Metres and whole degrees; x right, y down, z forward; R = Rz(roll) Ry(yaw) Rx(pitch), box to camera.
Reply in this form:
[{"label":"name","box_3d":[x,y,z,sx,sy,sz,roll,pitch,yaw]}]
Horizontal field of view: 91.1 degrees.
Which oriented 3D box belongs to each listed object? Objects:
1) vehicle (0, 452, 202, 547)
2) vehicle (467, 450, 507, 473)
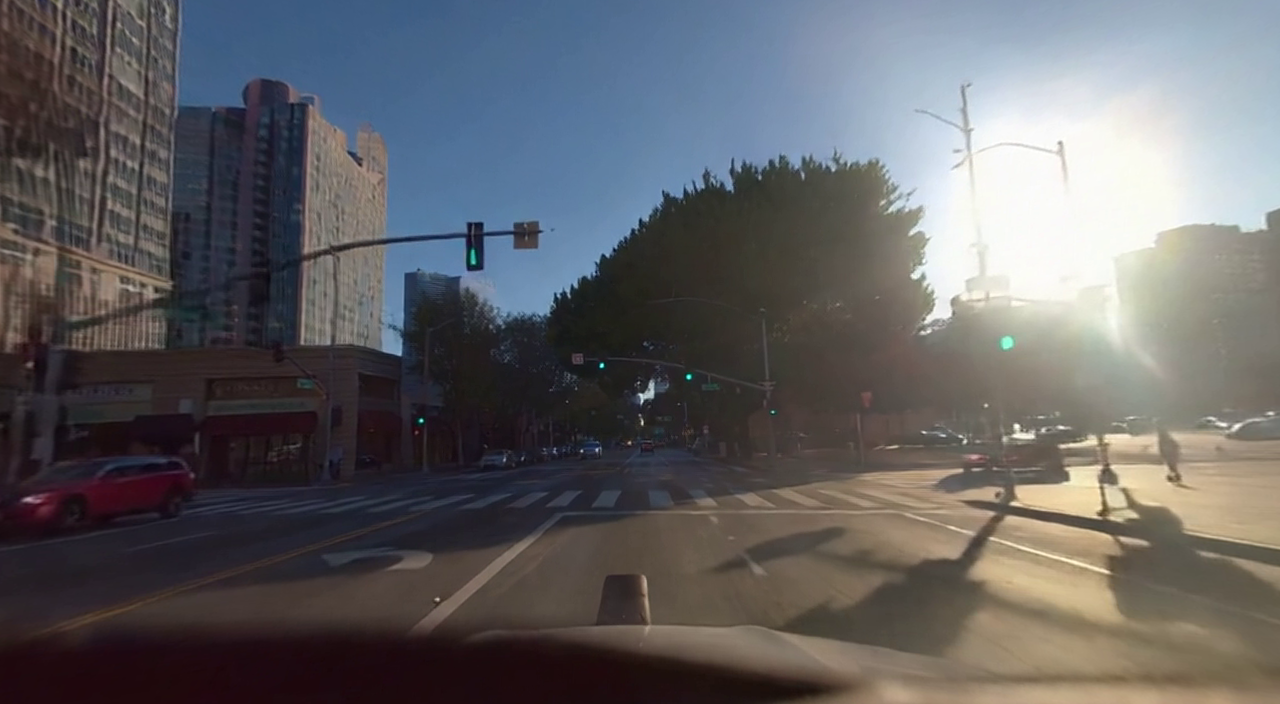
[{"label":"vehicle","box_3d":[-12.119,3.114,13.834,1.956,1.624,4.186,-3,-8,0]},{"label":"vehicle","box_3d":[-11.794,8.470,48.731,1.910,1.511,4.565,-1,-7,1]}]
